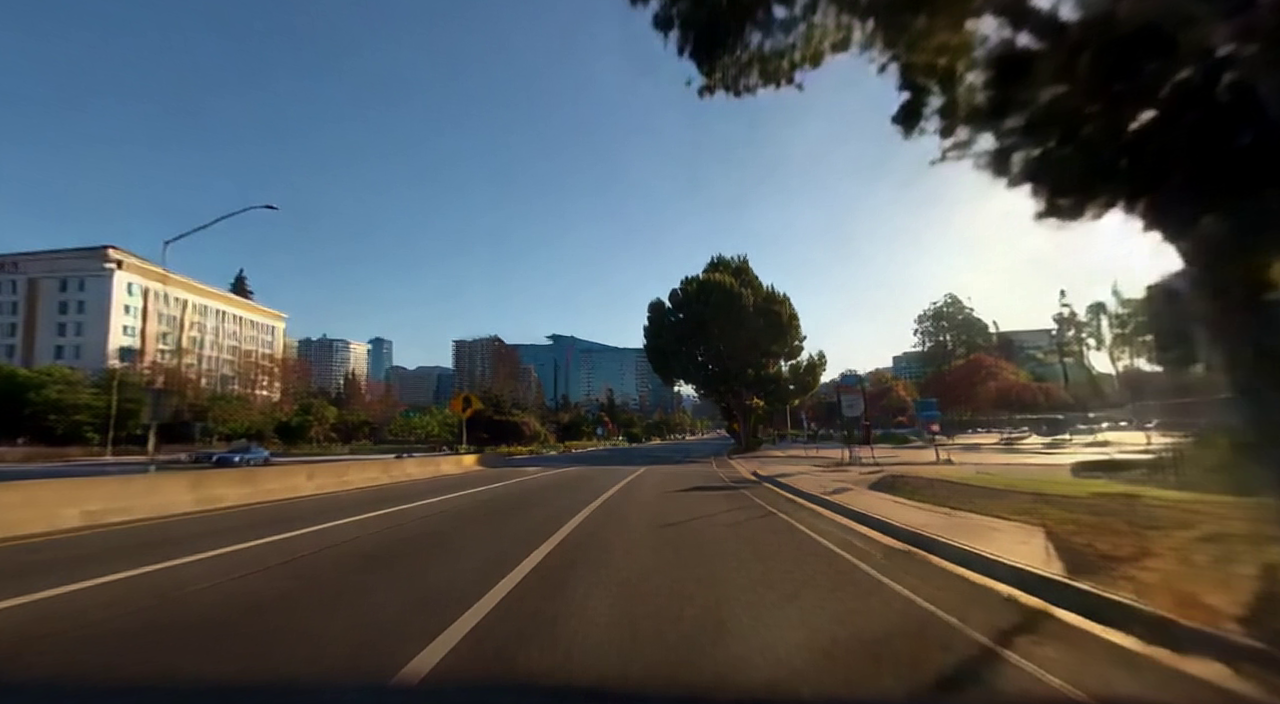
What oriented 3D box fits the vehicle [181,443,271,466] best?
[{"bbox_3d":[-28.079,6.943,42.855,4.935,1.476,2.141,-2,-8,12],"label":"vehicle"}]
